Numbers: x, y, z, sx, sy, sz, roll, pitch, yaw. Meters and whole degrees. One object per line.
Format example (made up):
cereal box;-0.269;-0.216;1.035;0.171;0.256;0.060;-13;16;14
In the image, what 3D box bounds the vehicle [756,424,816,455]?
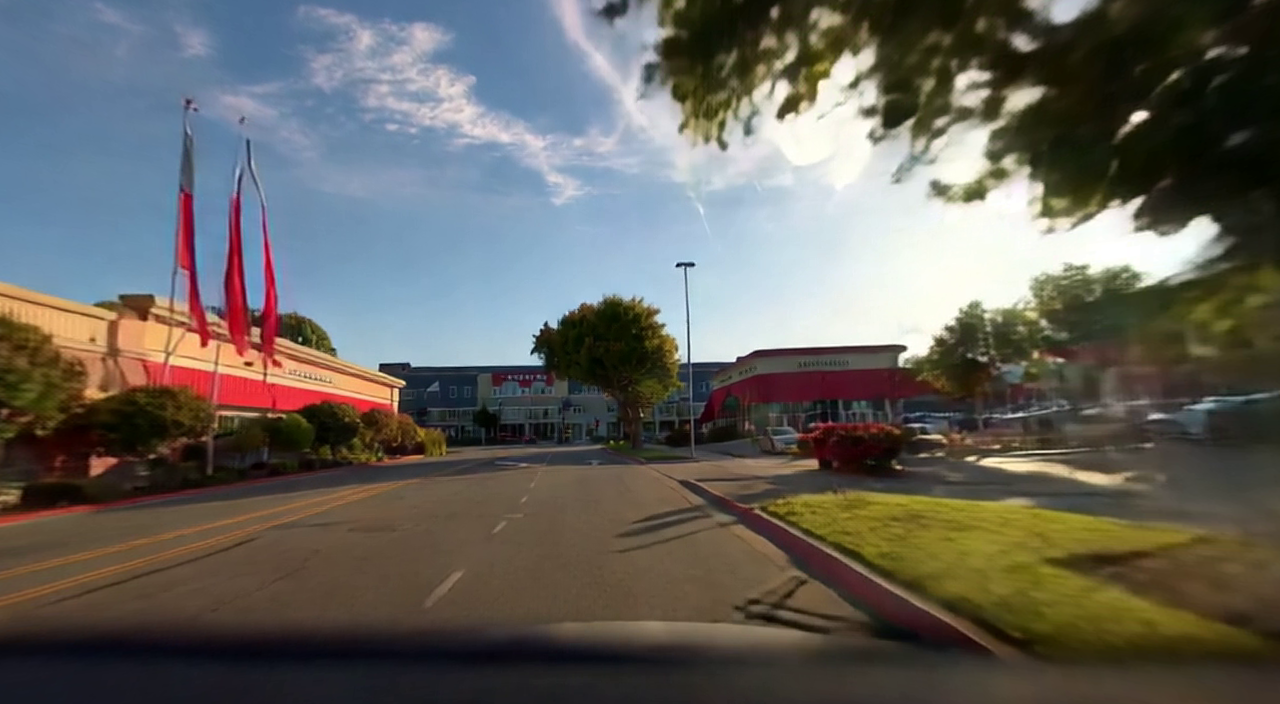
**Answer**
vehicle;7.460;4.524;32.579;1.769;1.516;3.520;0;-8;-9
